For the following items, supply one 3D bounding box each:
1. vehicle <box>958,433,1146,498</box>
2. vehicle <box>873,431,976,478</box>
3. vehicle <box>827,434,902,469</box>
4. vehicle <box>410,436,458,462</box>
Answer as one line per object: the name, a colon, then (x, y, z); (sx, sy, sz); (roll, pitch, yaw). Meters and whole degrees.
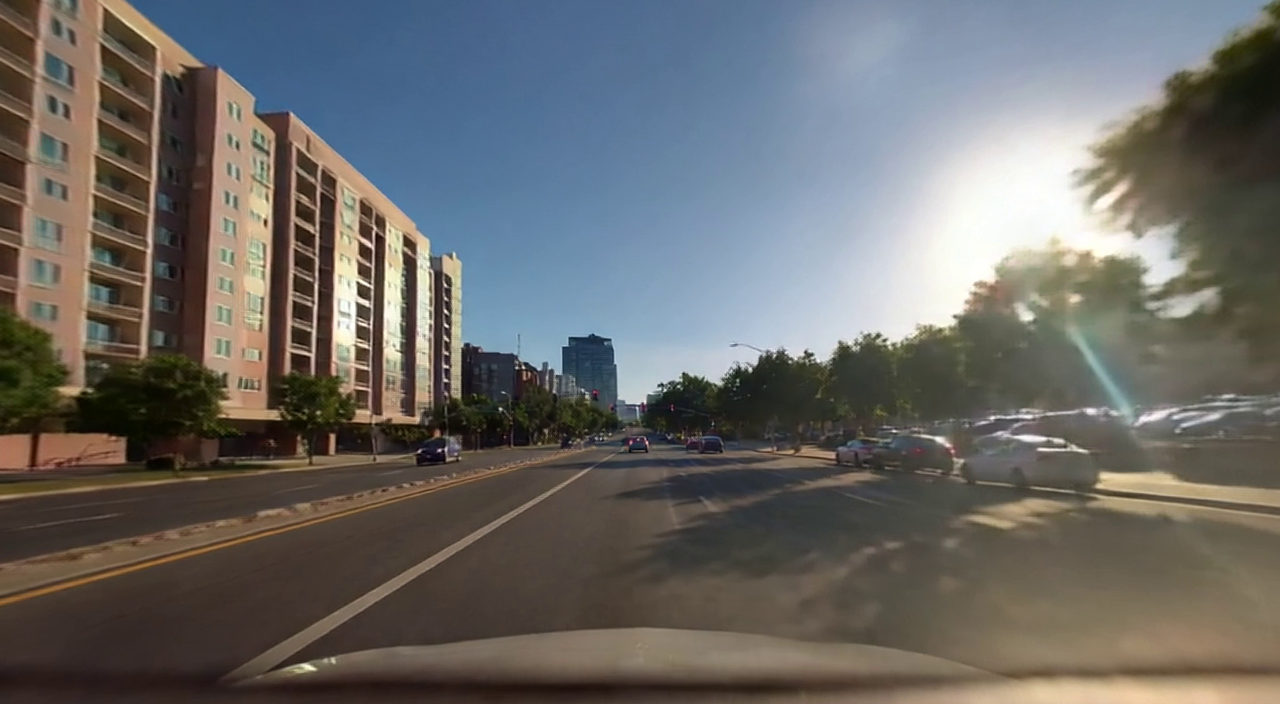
vehicle: (10.346, 2.878, 16.372); (1.861, 1.446, 4.413); (0, -9, -1)
vehicle: (10.587, 3.836, 23.874); (1.905, 1.597, 4.040); (0, -9, -2)
vehicle: (10.404, 4.650, 29.643); (1.948, 1.489, 4.276); (0, -9, 1)
vehicle: (-14.271, 6.744, 44.006); (2.046, 1.682, 4.518); (0, -9, -3)
